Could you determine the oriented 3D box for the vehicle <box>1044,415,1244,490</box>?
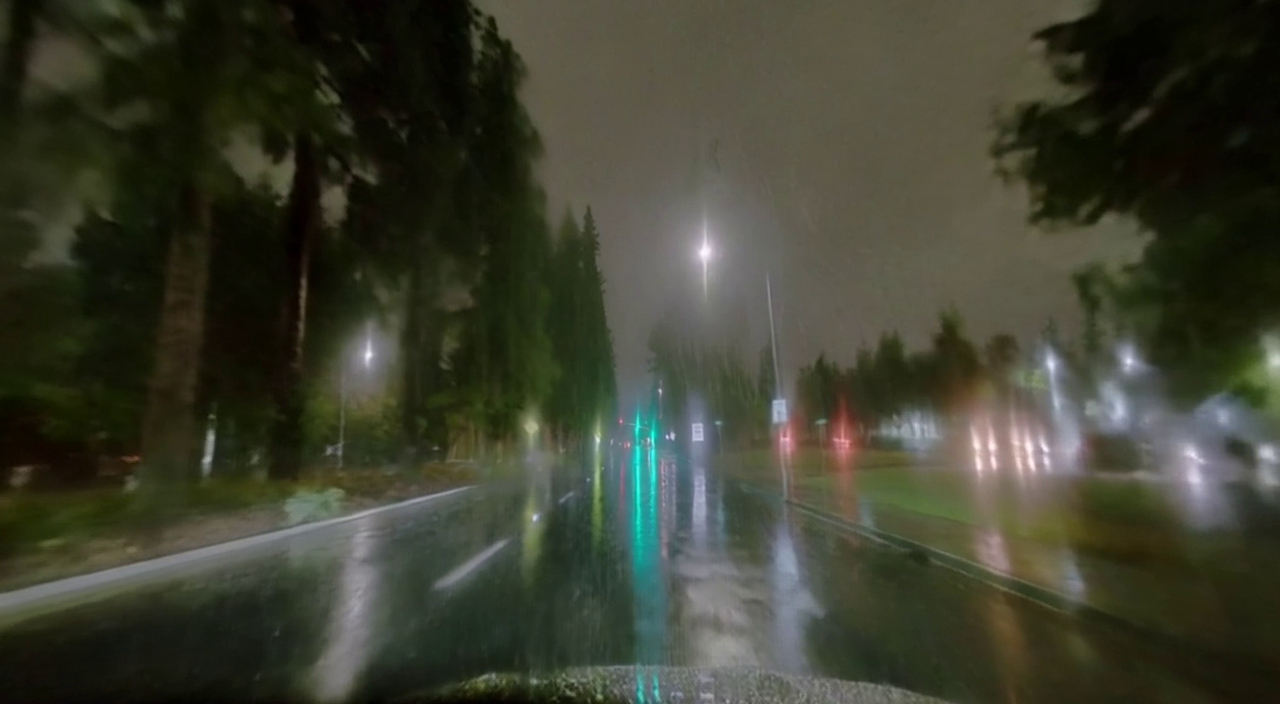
[{"bbox_3d":[14.400,2.921,18.448,1.855,1.900,4.714,0,-9,-1],"label":"vehicle"}]
